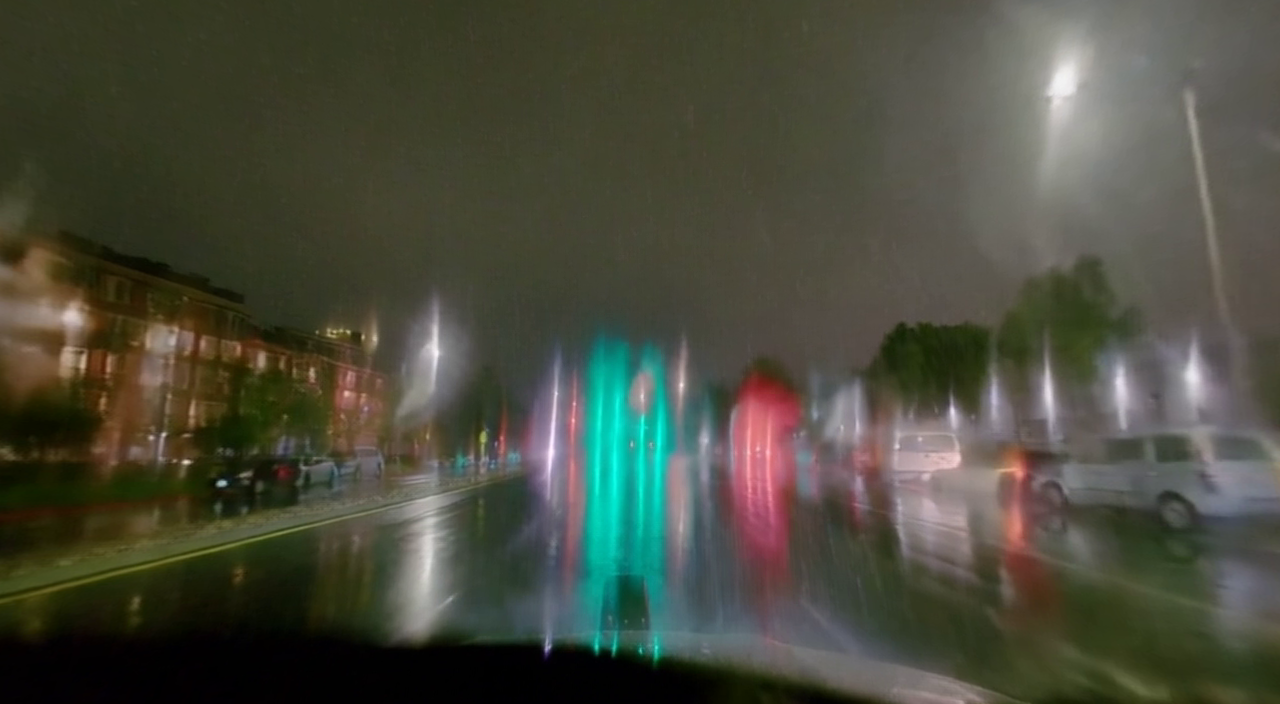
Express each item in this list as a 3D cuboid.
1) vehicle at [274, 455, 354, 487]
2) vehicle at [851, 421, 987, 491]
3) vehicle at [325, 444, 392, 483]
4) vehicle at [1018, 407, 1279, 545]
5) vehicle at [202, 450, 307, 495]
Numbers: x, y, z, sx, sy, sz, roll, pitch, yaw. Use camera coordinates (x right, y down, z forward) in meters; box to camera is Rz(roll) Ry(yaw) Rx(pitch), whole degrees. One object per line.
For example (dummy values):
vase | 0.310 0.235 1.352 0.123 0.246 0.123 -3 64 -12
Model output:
vehicle | -16.825 6.147 32.848 1.740 1.442 4.678 -1 -8 -1
vehicle | 9.704 3.712 22.643 2.115 2.151 5.826 1 -9 -1
vehicle | -16.847 6.647 37.968 2.046 1.945 4.688 -1 -7 -2
vehicle | 9.649 2.166 11.663 2.088 1.973 5.003 0 -8 -1
vehicle | -16.970 5.272 28.062 1.913 1.744 4.478 -1 -8 -2
